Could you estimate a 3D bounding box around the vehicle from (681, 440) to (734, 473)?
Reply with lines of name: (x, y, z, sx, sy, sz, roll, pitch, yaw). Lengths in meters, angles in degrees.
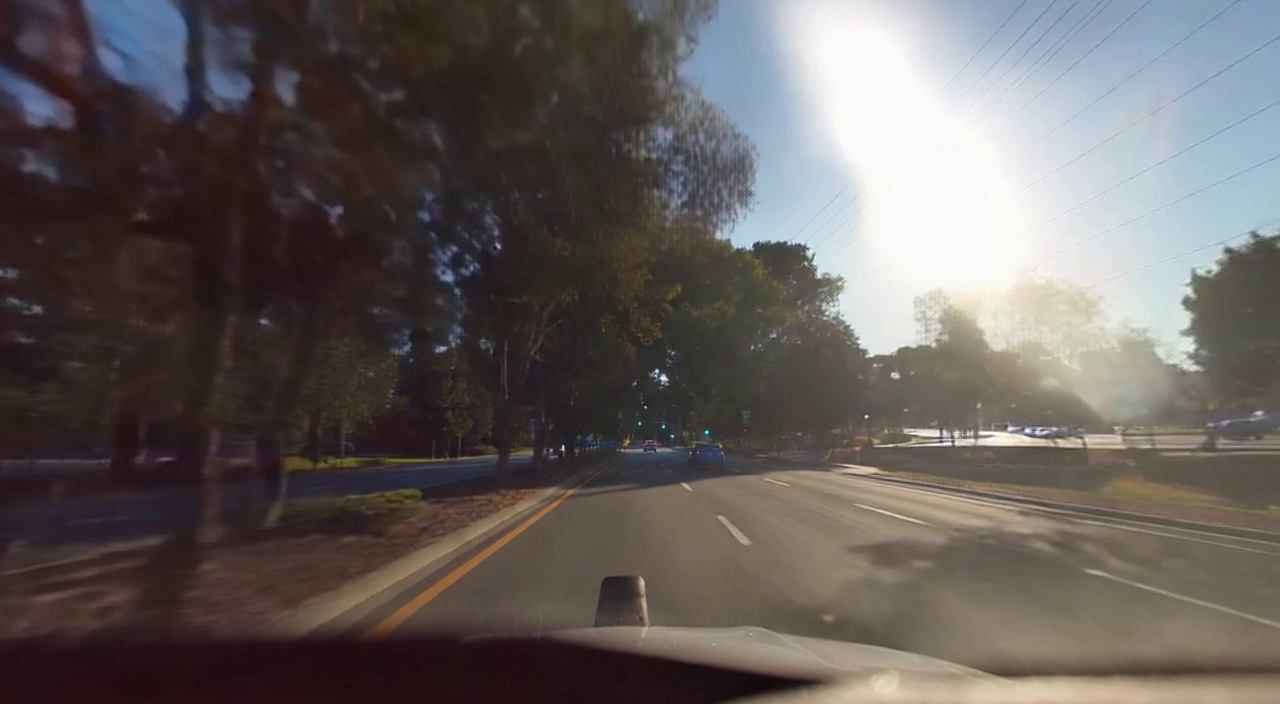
vehicle: (3.249, 5.092, 31.059, 2.056, 1.483, 4.091, 0, -8, -1)
